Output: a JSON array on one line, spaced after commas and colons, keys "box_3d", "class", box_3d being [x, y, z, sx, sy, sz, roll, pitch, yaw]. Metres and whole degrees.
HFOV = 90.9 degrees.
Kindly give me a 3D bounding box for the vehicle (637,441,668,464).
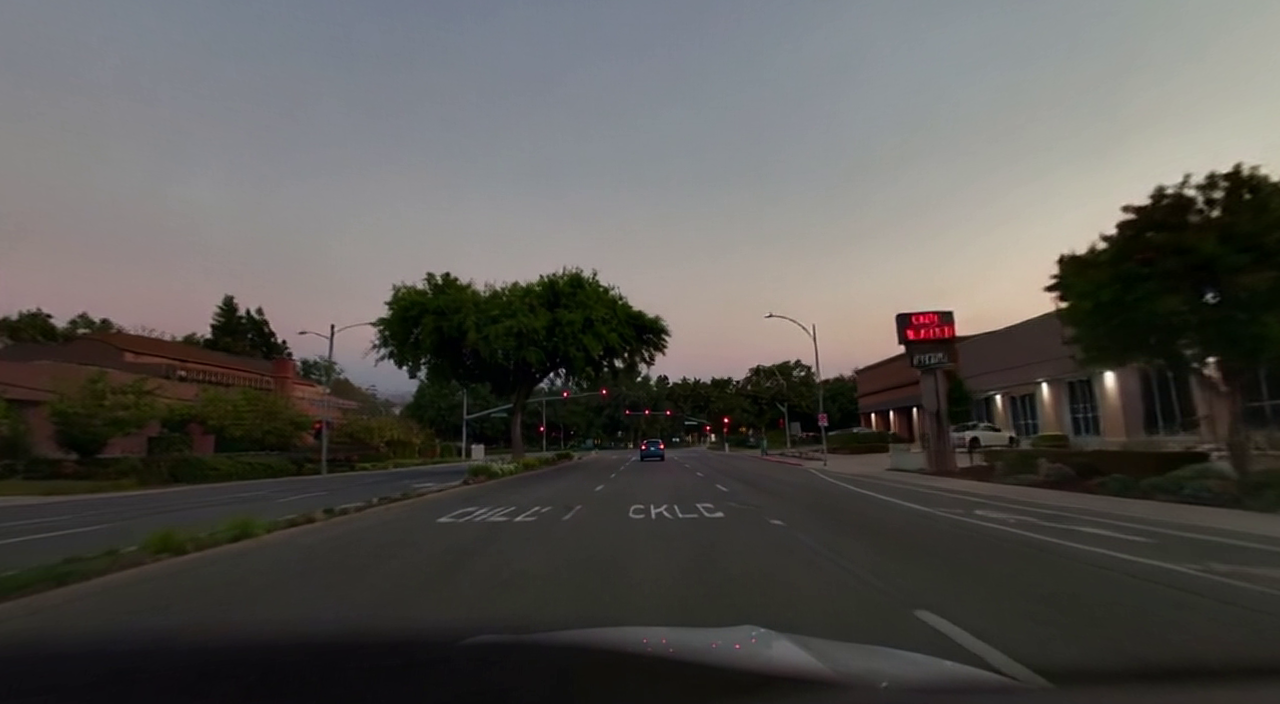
[{"box_3d": [0.816, 7.067, 44.449, 2.028, 1.478, 4.545, 0, -8, 0], "class": "vehicle"}]
